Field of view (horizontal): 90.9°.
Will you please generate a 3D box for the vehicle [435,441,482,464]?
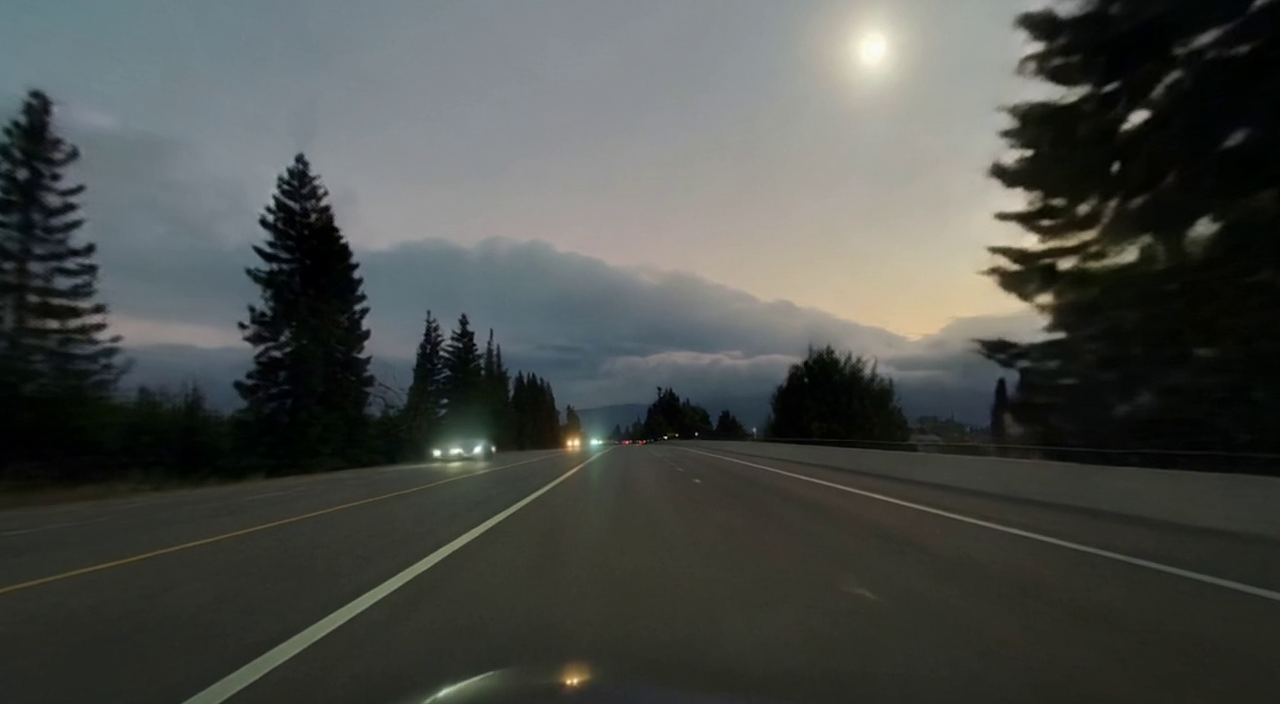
[{"bbox_3d":[-12.507,6.897,43.675,1.946,1.467,4.602,0,-8,-1],"label":"vehicle"}]
